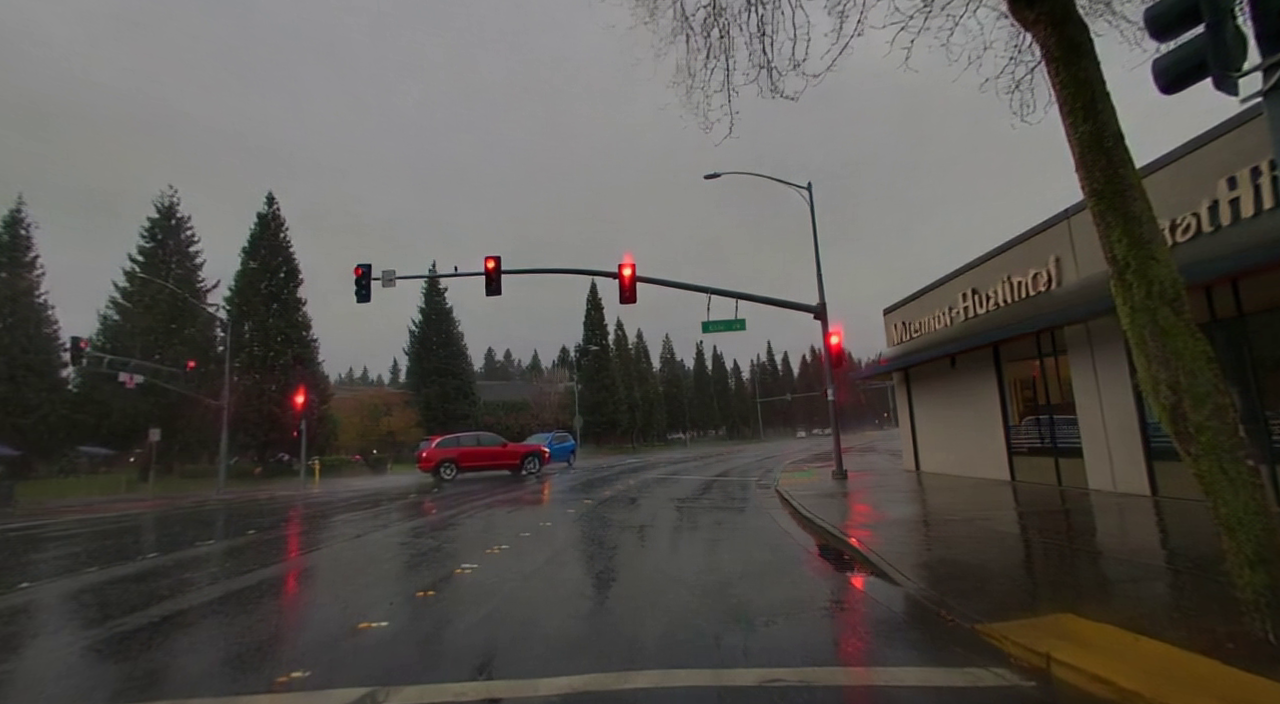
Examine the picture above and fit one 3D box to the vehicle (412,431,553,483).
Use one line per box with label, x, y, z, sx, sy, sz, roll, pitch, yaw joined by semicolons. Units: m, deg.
vehicle;-5.788;3.821;23.273;4.715;1.745;2.026;3;-9;-23
